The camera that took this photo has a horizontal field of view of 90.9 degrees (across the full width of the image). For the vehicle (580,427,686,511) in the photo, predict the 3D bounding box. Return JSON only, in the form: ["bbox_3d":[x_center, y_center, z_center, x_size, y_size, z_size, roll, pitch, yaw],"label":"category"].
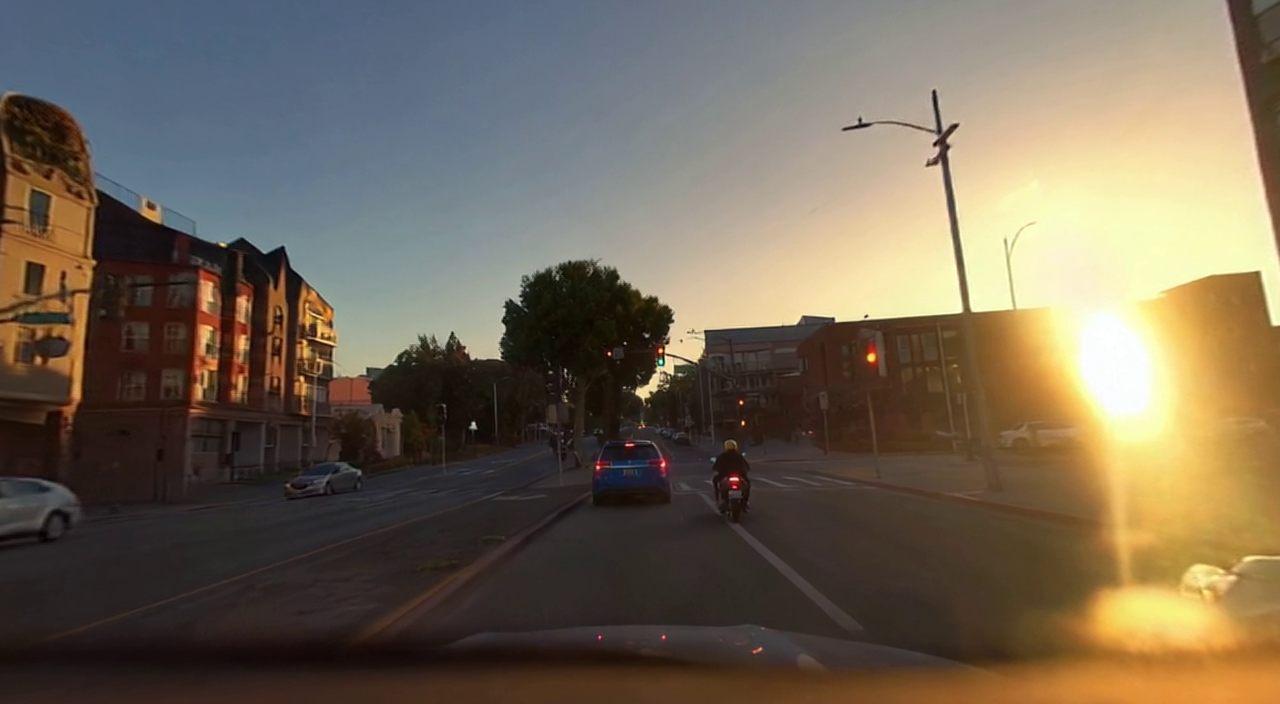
[{"bbox_3d":[-0.131,2.813,15.573,2.265,1.748,4.130,0,-9,1],"label":"vehicle"}]

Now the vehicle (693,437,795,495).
[{"bbox_3d":[2.922,3.332,18.806,2.101,1.507,4.355,0,-9,-3],"label":"vehicle"}]

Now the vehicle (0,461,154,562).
[{"bbox_3d":[-13.001,3.286,13.448,1.871,1.786,4.386,0,-9,-3],"label":"vehicle"}]

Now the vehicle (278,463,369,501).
[{"bbox_3d":[-14.698,6.042,29.647,1.963,1.492,4.885,0,-9,-3],"label":"vehicle"}]
